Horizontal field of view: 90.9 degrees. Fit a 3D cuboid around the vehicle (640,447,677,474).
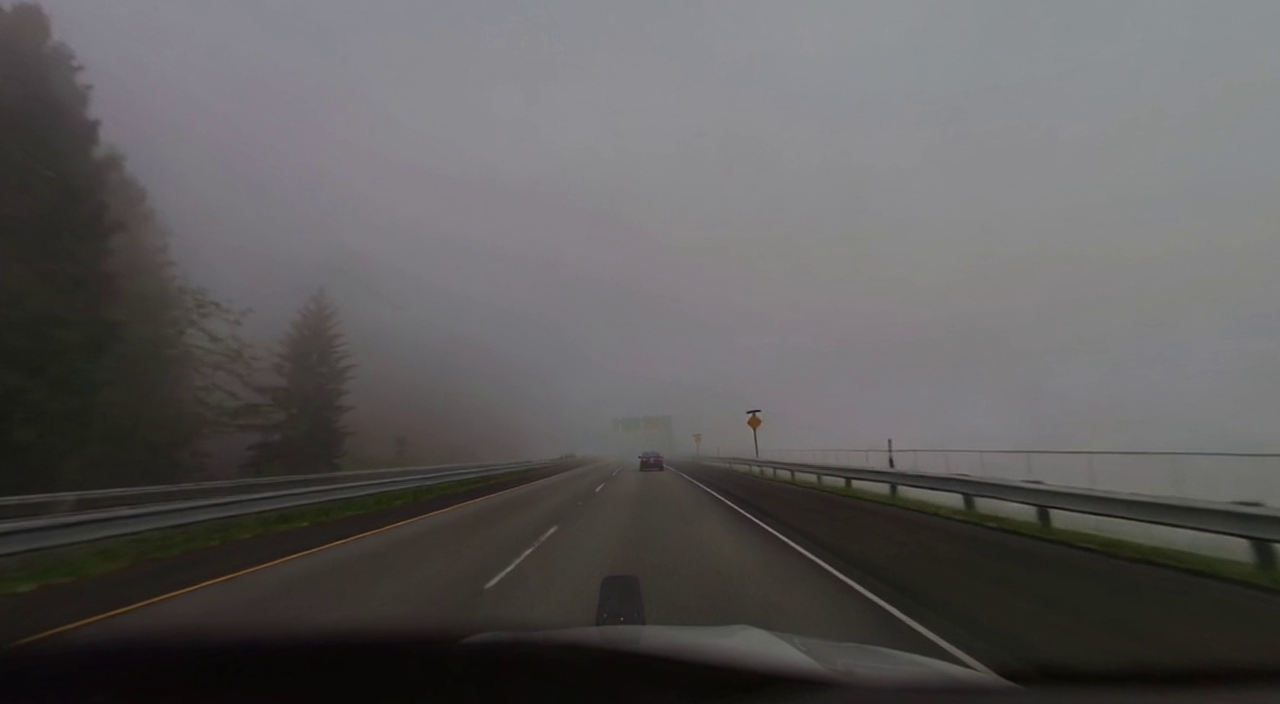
[{"bbox_3d":[1.071,6.411,37.400,2.036,1.457,3.471,0,-9,-1],"label":"vehicle"}]
